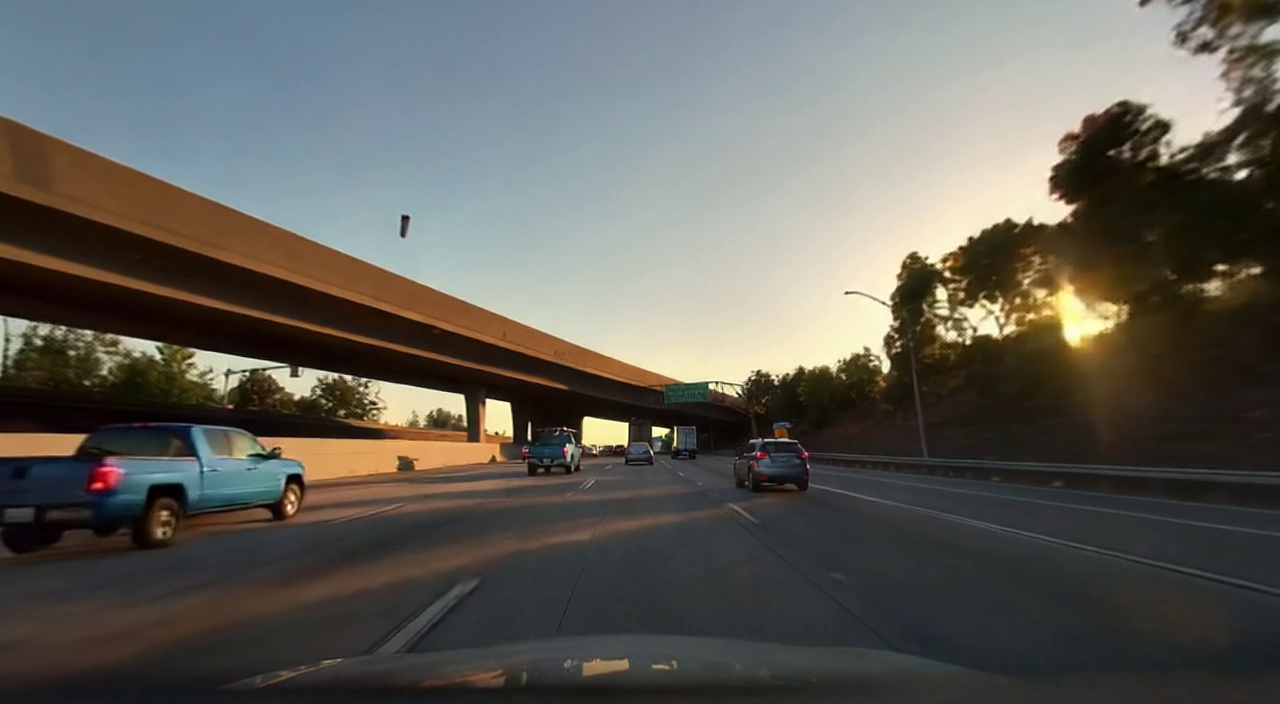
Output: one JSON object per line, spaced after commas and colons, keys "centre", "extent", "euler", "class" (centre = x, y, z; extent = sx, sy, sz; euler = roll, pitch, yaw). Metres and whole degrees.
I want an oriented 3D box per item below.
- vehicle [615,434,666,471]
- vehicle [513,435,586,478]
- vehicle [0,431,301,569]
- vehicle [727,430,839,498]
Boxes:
{"centre": [0.015, 5.453, 34.321], "extent": [2.572, 1.837, 5.693], "euler": [0, -9, 0], "class": "vehicle"}
{"centre": [-3.861, 4.592, 27.907], "extent": [2.535, 1.715, 5.030], "euler": [0, -9, -1], "class": "vehicle"}
{"centre": [-7.101, 1.923, 9.062], "extent": [1.947, 1.444, 4.595], "euler": [0, -9, 0], "class": "vehicle"}
{"centre": [3.835, 3.091, 17.729], "extent": [2.119, 1.653, 4.000], "euler": [0, -9, -1], "class": "vehicle"}
